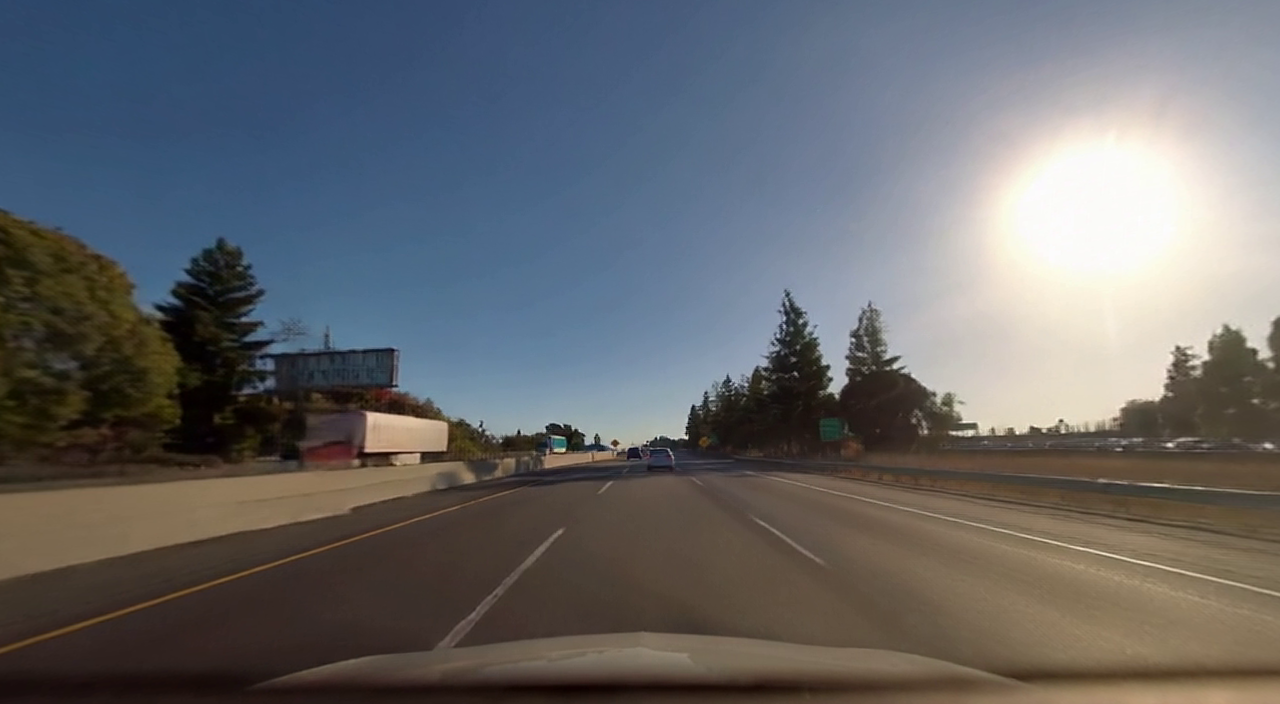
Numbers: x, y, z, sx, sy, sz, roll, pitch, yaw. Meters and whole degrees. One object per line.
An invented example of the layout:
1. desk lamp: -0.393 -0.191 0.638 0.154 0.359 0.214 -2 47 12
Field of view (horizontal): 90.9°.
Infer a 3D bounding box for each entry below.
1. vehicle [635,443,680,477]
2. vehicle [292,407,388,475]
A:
1. vehicle: 0.886 5.749 33.764 2.231 1.652 4.503 0 -9 0
2. vehicle: -18.795 5.695 40.027 2.989 3.992 5.889 0 -9 0
